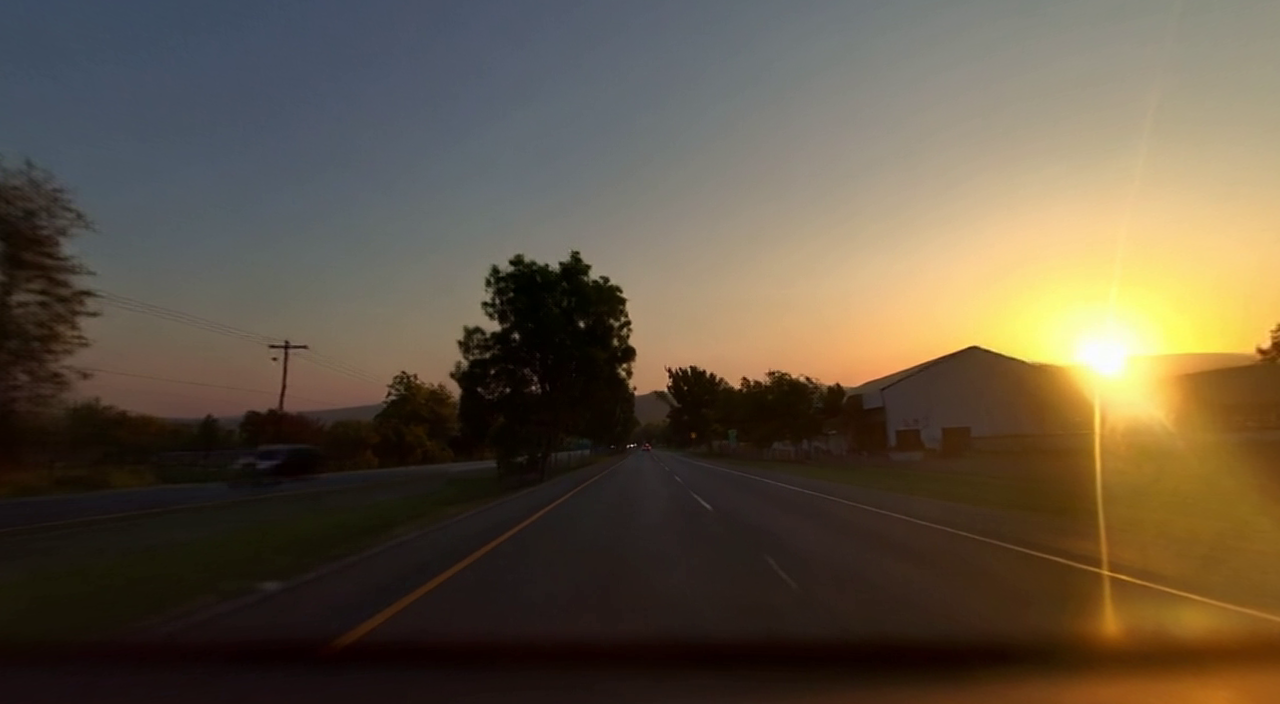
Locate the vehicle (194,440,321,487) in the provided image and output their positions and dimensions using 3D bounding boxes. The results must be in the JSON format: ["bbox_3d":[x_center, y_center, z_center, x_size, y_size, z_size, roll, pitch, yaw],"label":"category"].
[{"bbox_3d":[-17.924,5.231,30.032,2.302,1.986,5.772,-1,-9,1],"label":"vehicle"}]
